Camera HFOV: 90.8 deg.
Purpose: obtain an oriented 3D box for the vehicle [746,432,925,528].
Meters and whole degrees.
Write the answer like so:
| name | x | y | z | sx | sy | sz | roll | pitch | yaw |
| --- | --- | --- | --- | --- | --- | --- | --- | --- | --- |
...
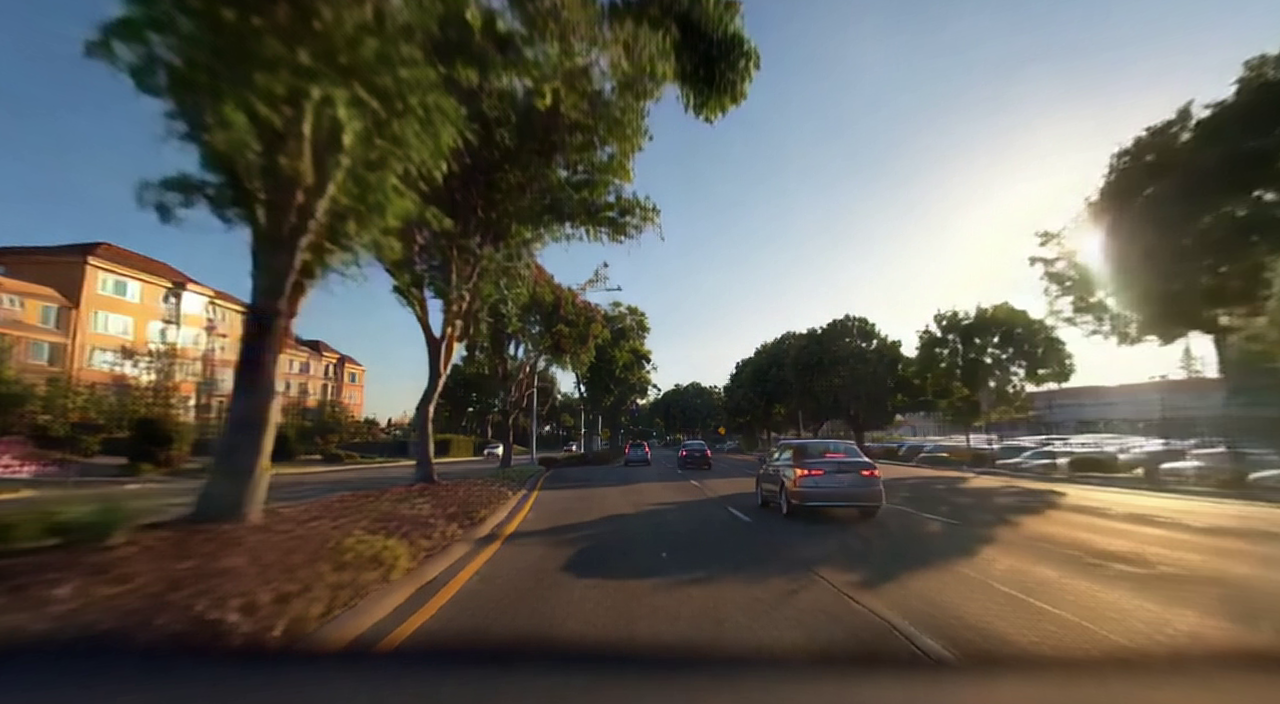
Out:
| name | x | y | z | sx | sy | sz | roll | pitch | yaw |
| --- | --- | --- | --- | --- | --- | --- | --- | --- | --- |
| vehicle | 3.511 | 2.391 | 12.436 | 1.953 | 1.514 | 4.672 | 0 | -8 | -1 |

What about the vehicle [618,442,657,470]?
| name | x | y | z | sx | sy | sz | roll | pitch | yaw |
| --- | --- | --- | --- | --- | --- | --- | --- | --- | --- |
| vehicle | -0.173 | 5.778 | 35.406 | 2.095 | 1.456 | 3.873 | 0 | -8 | -1 |

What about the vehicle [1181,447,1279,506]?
| name | x | y | z | sx | sy | sz | roll | pitch | yaw |
| --- | --- | --- | --- | --- | --- | --- | --- | --- | --- |
| vehicle | 17.773 | 3.466 | 18.000 | 4.230 | 1.474 | 1.991 | 4 | -10 | -27 |

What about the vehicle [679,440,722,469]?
| name | x | y | z | sx | sy | sz | roll | pitch | yaw |
| --- | --- | --- | --- | --- | --- | --- | --- | --- | --- |
| vehicle | 3.563 | 6.083 | 37.804 | 2.041 | 1.611 | 4.426 | 0 | -8 | -1 |

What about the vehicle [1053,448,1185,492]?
| name | x | y | z | sx | sy | sz | roll | pitch | yaw |
| --- | --- | --- | --- | --- | --- | --- | --- | --- | --- |
| vehicle | 17.582 | 4.277 | 23.215 | 4.044 | 1.487 | 1.977 | 3 | -9 | -22 |
